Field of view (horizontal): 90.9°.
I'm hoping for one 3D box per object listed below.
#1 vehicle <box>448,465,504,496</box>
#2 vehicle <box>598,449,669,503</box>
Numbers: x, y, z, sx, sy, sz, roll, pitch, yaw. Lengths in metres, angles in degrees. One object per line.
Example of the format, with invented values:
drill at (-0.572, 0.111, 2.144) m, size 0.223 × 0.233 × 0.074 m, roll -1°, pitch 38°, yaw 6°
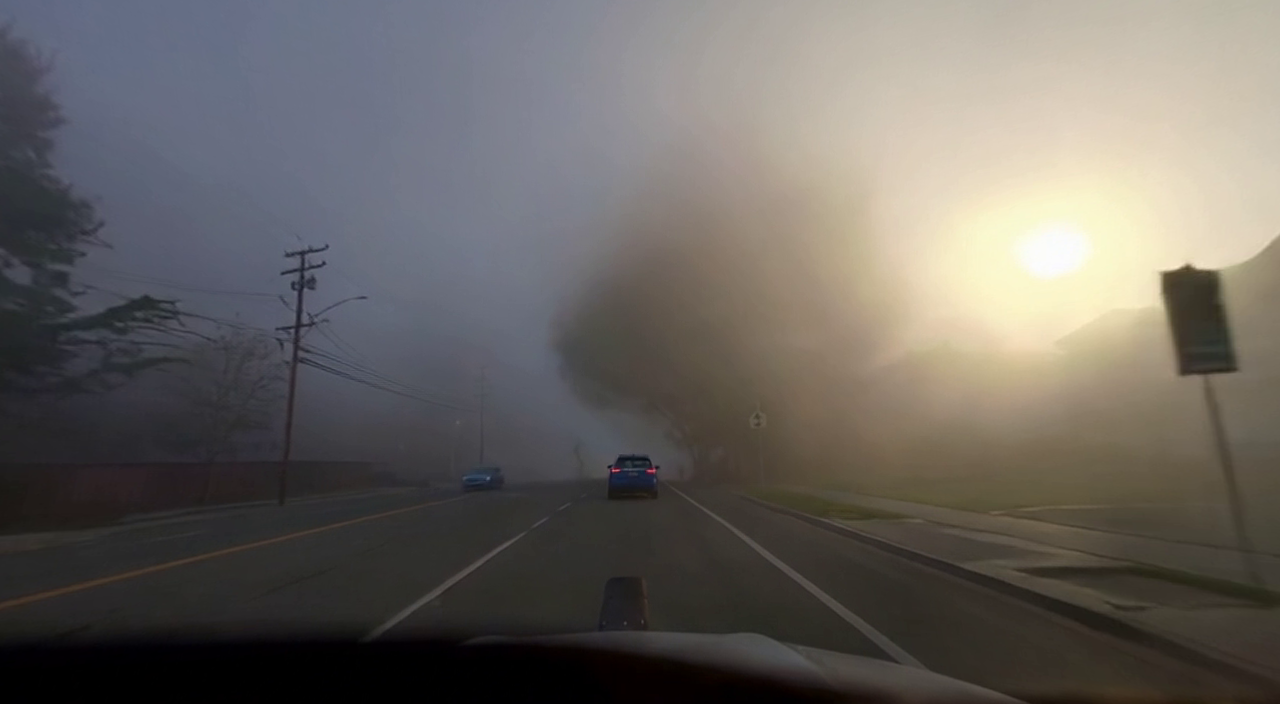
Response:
vehicle at (-9.379, 7.379, 36.440) m, size 1.960 × 1.490 × 4.674 m, roll 0°, pitch -9°, yaw 1°
vehicle at (-0.228, 4.205, 21.835) m, size 2.200 × 1.653 × 4.127 m, roll 0°, pitch -9°, yaw -1°
